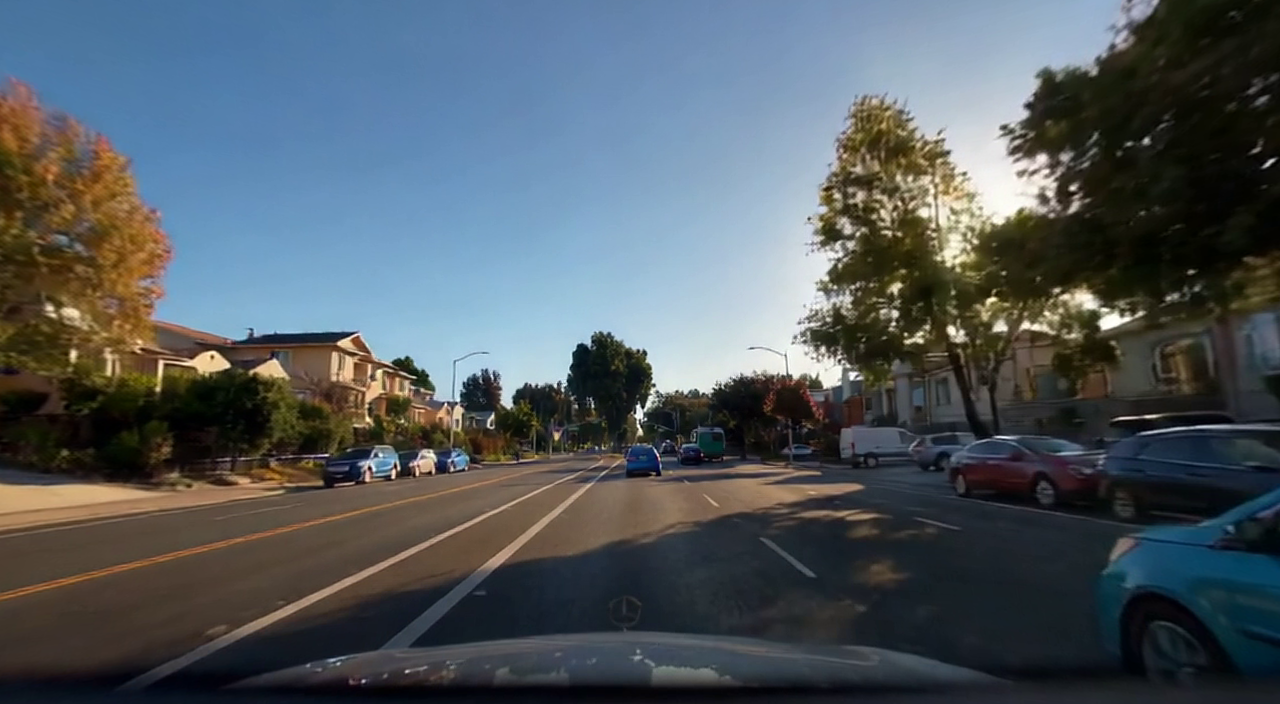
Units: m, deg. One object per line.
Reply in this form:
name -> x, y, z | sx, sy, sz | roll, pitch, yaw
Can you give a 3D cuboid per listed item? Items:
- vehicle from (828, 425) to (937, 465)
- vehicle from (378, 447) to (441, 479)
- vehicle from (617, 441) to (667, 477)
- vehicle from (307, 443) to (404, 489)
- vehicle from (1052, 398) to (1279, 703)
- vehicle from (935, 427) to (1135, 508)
vehicle -> 14.717, 5.673, 38.585 | 5.696, 2.299, 2.292 | 0, -9, -2
vehicle -> -14.464, 6.955, 39.954 | 2.140, 1.899, 4.900 | 0, -9, 0
vehicle -> 0.055, 4.808, 28.668 | 2.093, 1.497, 4.010 | 0, -9, -1
vehicle -> -14.526, 5.819, 32.762 | 2.351, 2.008, 5.971 | -3, -9, -1
vehicle -> 3.542, 0.809, 1.645 | 1.992, 1.505, 4.333 | 0, -9, 0
vehicle -> 9.720, 2.874, 16.136 | 2.139, 1.772, 4.468 | 0, -9, -1
